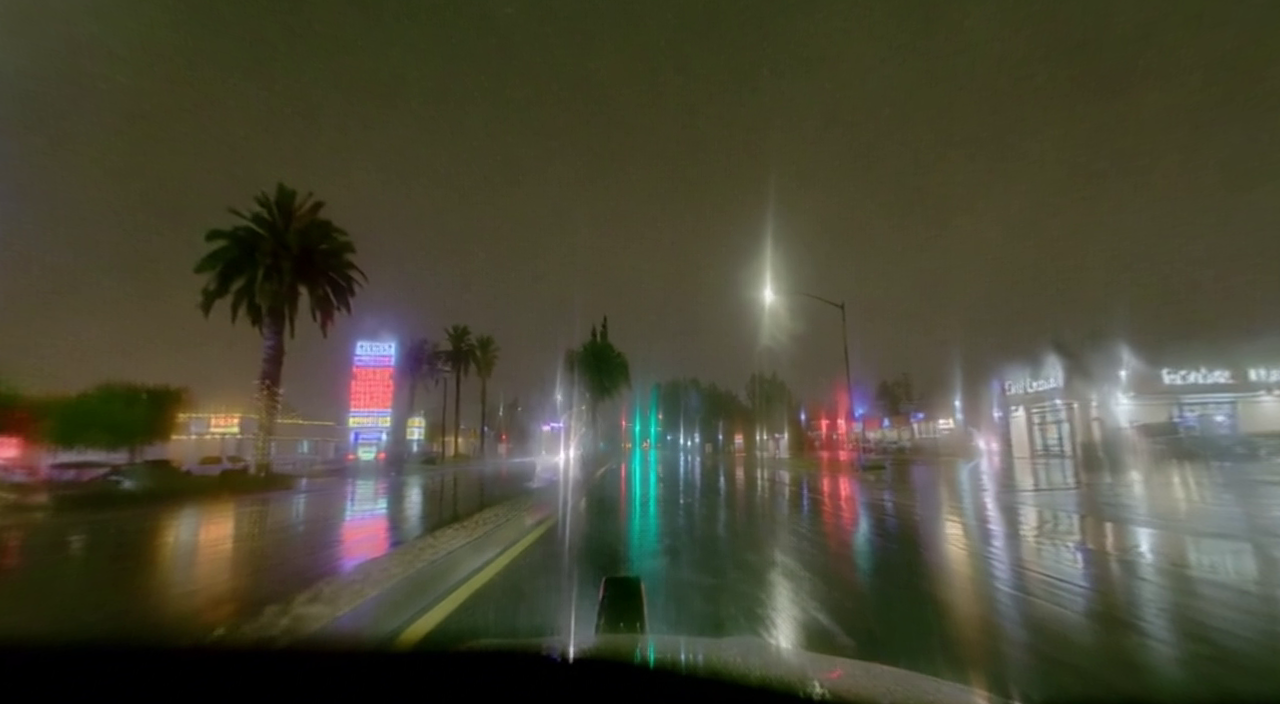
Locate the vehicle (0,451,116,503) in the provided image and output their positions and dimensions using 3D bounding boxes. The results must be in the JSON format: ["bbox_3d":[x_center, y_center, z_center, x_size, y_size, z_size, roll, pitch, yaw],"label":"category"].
[{"bbox_3d":[-22.191,4.475,22.834,4.534,1.710,2.073,0,-8,-2],"label":"vehicle"}]

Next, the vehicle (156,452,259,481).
[{"bbox_3d":[-27.732,7.341,40.698,4.922,1.751,2.195,3,-9,-16],"label":"vehicle"}]
